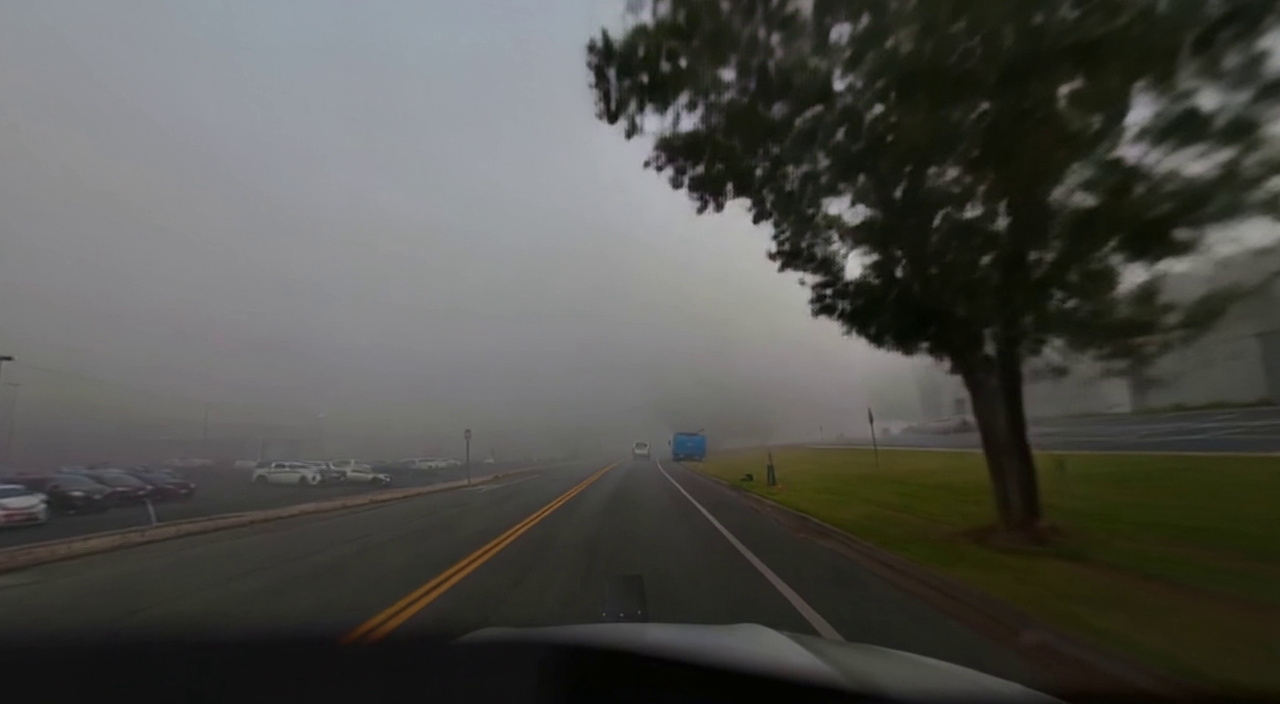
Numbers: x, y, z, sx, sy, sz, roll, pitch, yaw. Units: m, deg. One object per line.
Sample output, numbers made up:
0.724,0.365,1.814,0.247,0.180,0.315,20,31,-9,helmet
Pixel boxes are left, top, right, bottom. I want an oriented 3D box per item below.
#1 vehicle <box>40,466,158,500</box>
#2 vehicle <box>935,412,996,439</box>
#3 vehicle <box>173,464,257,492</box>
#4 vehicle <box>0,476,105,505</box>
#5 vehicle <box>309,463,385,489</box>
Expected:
-33.633,8.149,39.397,5.432,1.791,2.159,-3,-9,2,vehicle
21.443,4.914,41.817,1.871,1.582,4.500,0,-9,3,vehicle
-32.762,9.689,48.735,4.996,1.817,2.054,-3,-10,1,vehicle
-34.114,7.961,36.463,4.540,1.440,2.071,-1,-9,2,vehicle
-22.405,9.451,48.570,2.233,1.709,5.161,-3,-9,19,vehicle
